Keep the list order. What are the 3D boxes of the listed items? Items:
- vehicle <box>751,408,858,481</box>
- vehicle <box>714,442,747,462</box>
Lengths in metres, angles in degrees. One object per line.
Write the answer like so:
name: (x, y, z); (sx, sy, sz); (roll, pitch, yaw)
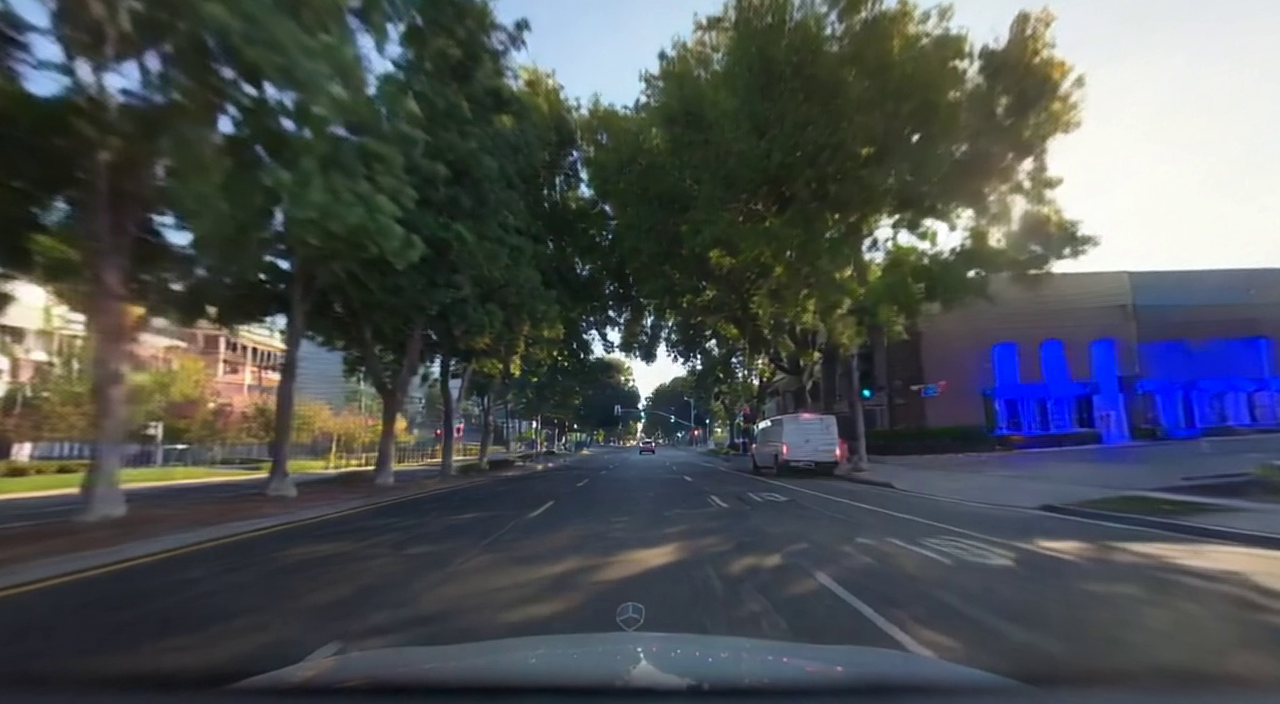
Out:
vehicle: (6.452, 3.779, 25.791); (2.762, 2.607, 6.182); (0, -8, 1)
vehicle: (7.030, 7.862, 49.501); (1.847, 1.472, 4.846); (0, -8, 0)
